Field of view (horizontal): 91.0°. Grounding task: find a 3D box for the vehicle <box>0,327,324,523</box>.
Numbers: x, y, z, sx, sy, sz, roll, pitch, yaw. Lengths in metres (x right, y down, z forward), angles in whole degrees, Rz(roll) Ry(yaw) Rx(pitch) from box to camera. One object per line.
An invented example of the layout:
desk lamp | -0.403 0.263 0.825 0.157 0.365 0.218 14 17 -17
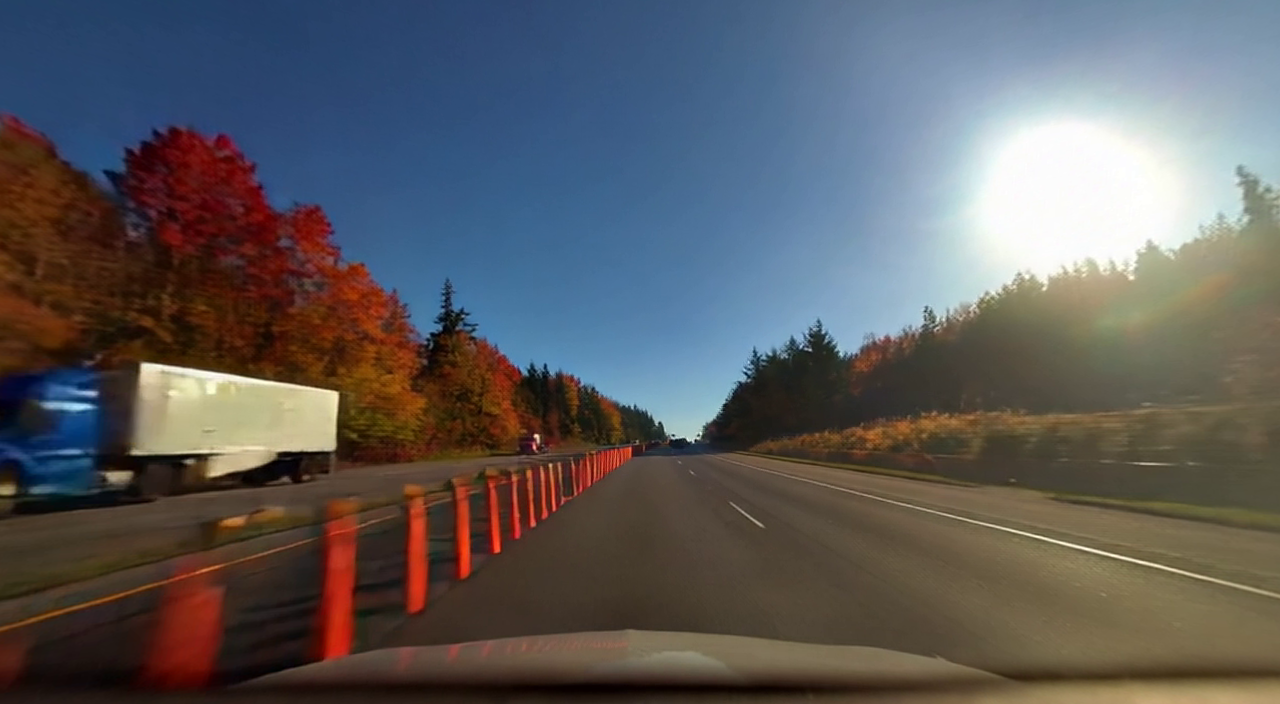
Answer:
vehicle | -14.913 2.425 19.262 3.100 4.065 13.948 0 -8 1
